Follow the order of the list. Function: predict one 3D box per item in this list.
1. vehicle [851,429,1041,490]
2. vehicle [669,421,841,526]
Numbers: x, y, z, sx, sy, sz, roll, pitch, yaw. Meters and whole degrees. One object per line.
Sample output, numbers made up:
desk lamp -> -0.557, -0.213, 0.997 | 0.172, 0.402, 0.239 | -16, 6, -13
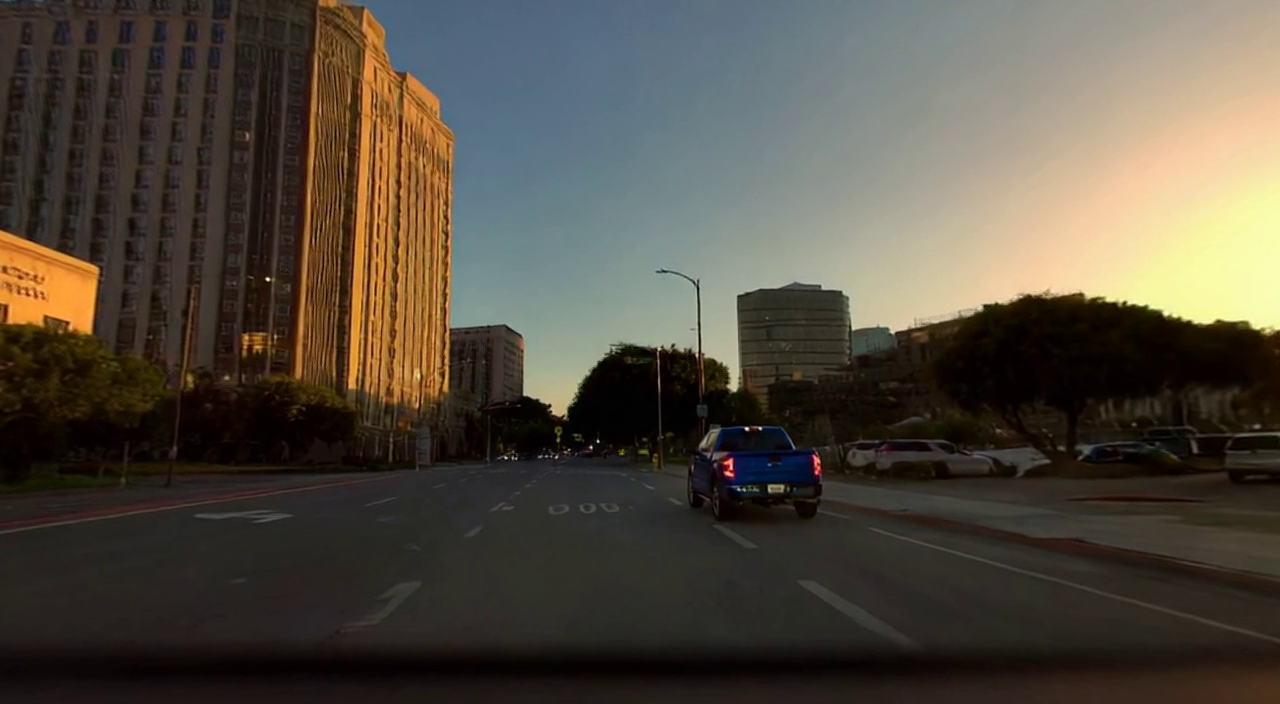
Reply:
vehicle -> 14.107, 5.043, 29.483 | 7.551, 2.142, 2.896 | 5, -10, -5
vehicle -> 2.296, 2.680, 14.689 | 2.402, 1.922, 5.677 | 1, -8, -6
